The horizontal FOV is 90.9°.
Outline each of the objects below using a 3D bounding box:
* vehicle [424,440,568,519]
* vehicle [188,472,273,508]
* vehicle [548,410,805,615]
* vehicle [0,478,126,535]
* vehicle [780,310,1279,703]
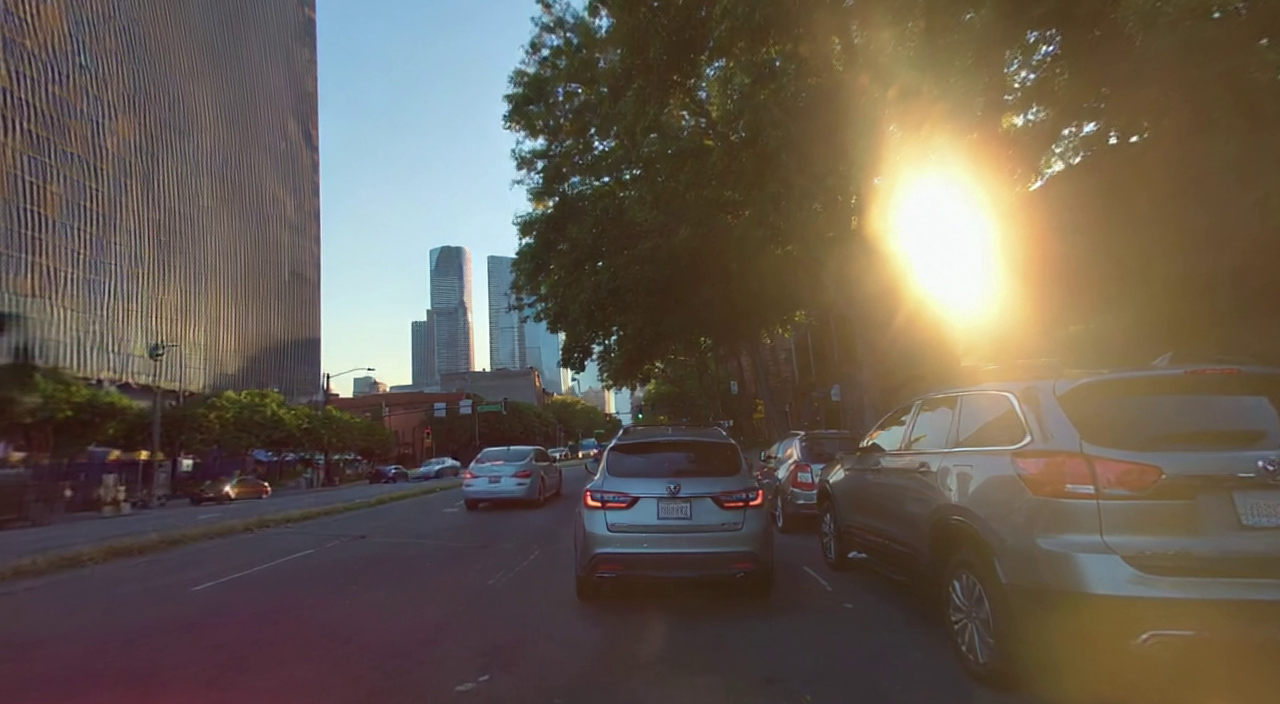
[{"bbox_3d":[-3.012,2.789,14.420,2.088,1.483,4.708,0,-9,1],"label":"vehicle"},{"bbox_3d":[-22.627,7.591,35.032,1.854,1.419,4.318,-7,-8,0],"label":"vehicle"},{"bbox_3d":[0.232,1.547,6.878,2.045,1.608,3.573,0,-9,-2],"label":"vehicle"},{"bbox_3d":[-22.635,5.770,24.056,1.975,1.698,4.715,0,-9,2],"label":"vehicle"},{"bbox_3d":[2.750,1.100,4.953,2.117,1.855,4.794,0,-9,-1],"label":"vehicle"}]
